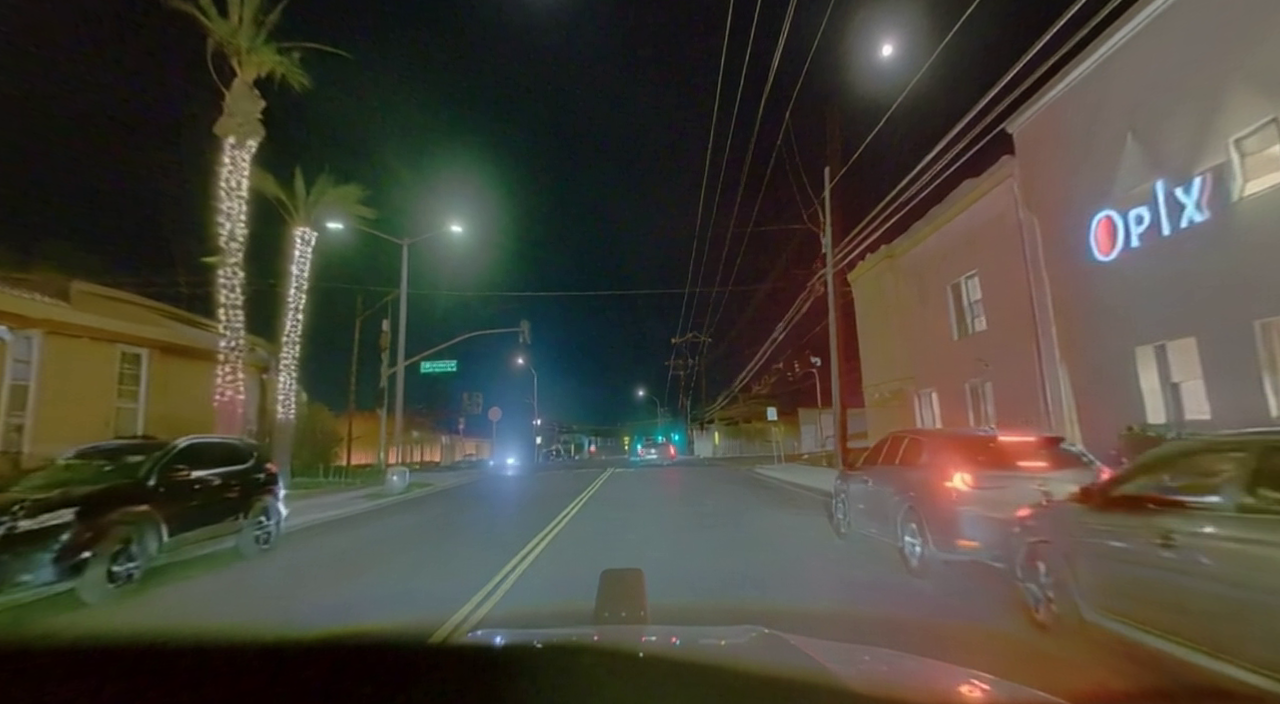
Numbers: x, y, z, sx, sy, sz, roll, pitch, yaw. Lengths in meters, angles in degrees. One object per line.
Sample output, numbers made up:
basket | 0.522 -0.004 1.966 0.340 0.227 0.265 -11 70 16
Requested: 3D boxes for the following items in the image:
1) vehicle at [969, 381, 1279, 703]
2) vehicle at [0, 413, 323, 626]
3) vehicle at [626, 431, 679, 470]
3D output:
vehicle | 3.695 1.009 3.217 1.915 1.591 4.087 0 -8 2
vehicle | -6.253 1.833 8.031 2.126 1.864 4.831 0 -8 -3
vehicle | 0.462 4.249 27.329 2.125 1.524 4.404 0 -8 -1
